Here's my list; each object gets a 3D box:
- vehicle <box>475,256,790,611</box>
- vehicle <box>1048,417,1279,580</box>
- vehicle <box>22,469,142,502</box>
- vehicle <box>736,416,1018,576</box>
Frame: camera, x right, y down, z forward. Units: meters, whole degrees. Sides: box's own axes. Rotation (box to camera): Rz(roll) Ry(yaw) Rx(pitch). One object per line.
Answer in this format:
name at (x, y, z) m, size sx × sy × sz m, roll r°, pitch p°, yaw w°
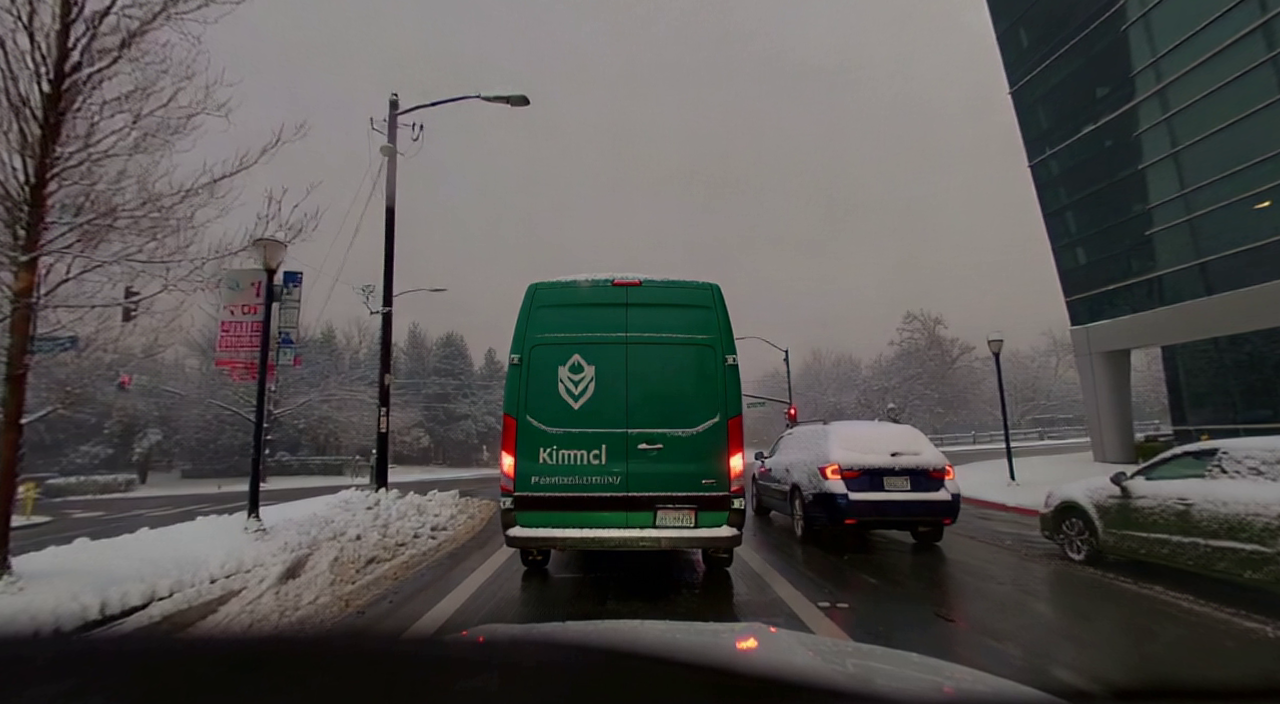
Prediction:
vehicle at (-0.038, 1.183, 9.084) m, size 2.613 × 3.035 × 7.342 m, roll 0°, pitch -8°, yaw 0°
vehicle at (7.522, 1.586, 7.010) m, size 1.963 × 1.669 × 4.678 m, roll 3°, pitch -9°, yaw -20°
vehicle at (-31.132, 7.432, 35.365) m, size 4.806 × 1.652 × 1.869 m, roll 0°, pitch -8°, yaw -2°
vehicle at (2.875, 1.866, 9.043) m, size 2.183 × 1.676 × 4.506 m, roll 0°, pitch -8°, yaw -1°
